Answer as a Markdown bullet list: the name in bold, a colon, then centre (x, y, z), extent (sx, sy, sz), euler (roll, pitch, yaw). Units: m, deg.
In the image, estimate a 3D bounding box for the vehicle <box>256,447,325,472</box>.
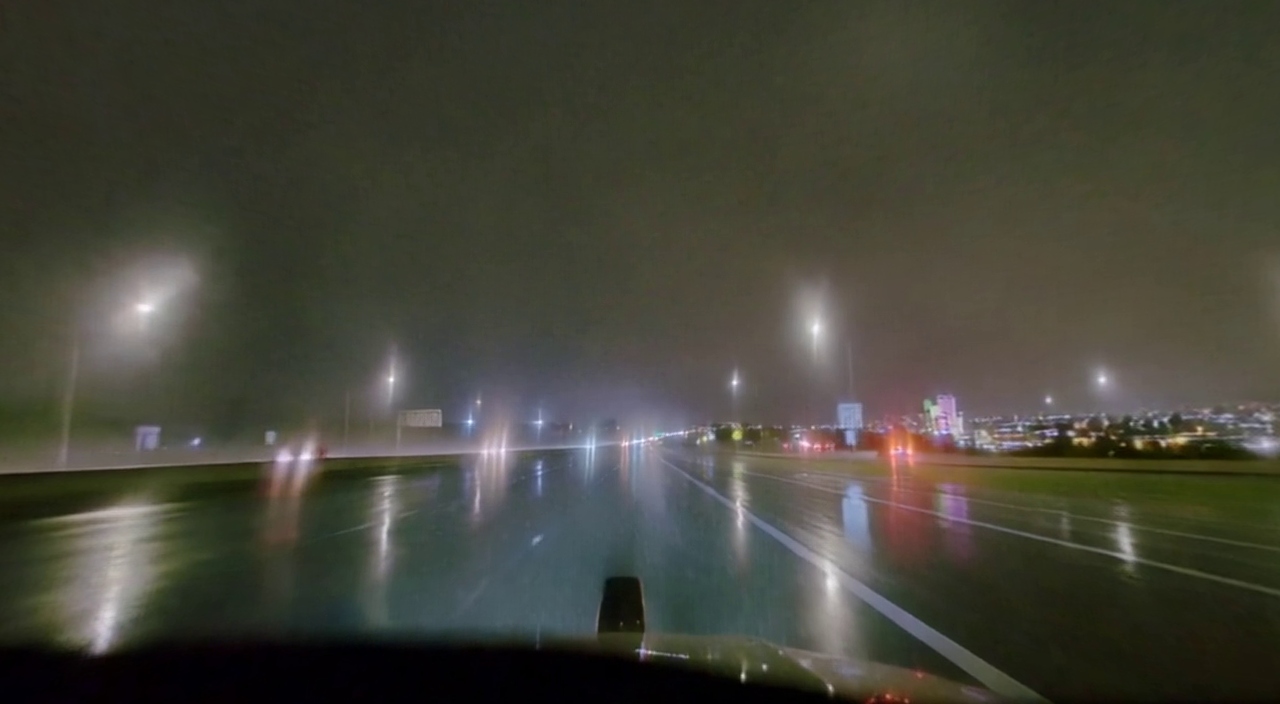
- **vehicle**: centre (-22.702, 6.970, 41.084), extent (1.836, 1.517, 4.426), euler (0, -9, 2)
